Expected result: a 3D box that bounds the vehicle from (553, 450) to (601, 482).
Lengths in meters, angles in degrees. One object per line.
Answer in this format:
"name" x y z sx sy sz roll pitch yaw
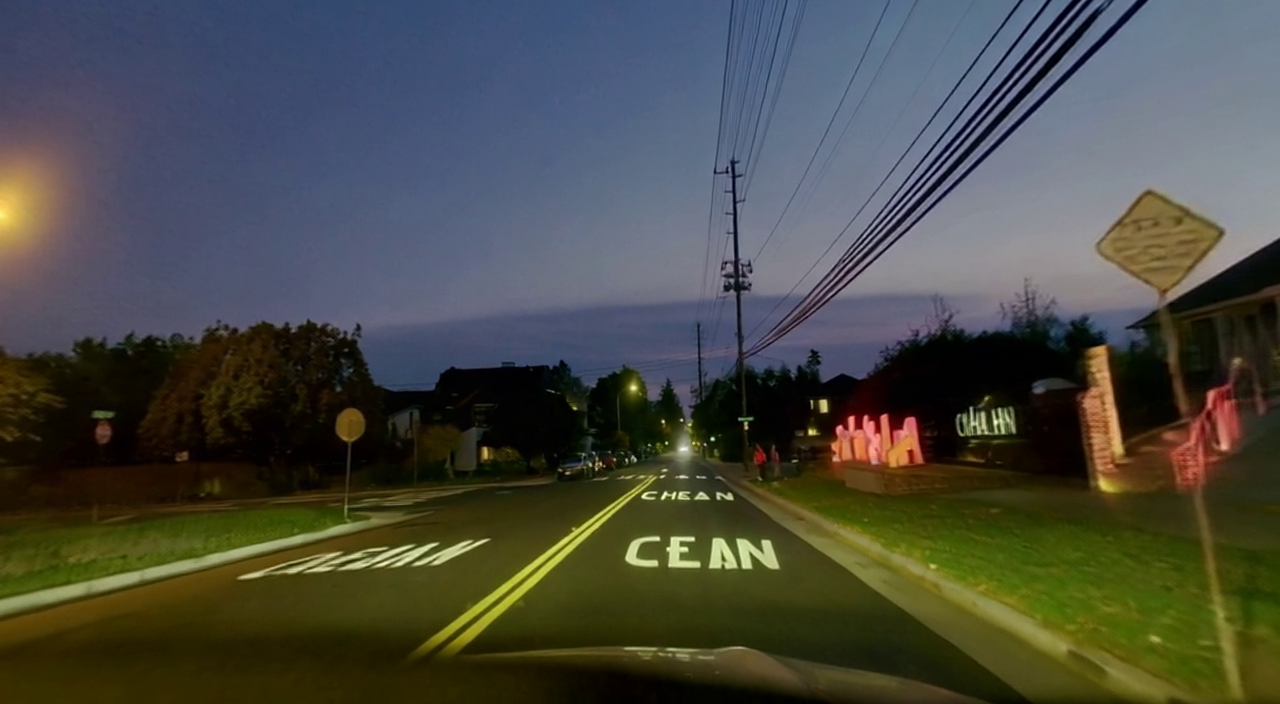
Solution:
"vehicle" -3.810 7.054 39.321 2.203 1.787 4.704 -1 -9 4
